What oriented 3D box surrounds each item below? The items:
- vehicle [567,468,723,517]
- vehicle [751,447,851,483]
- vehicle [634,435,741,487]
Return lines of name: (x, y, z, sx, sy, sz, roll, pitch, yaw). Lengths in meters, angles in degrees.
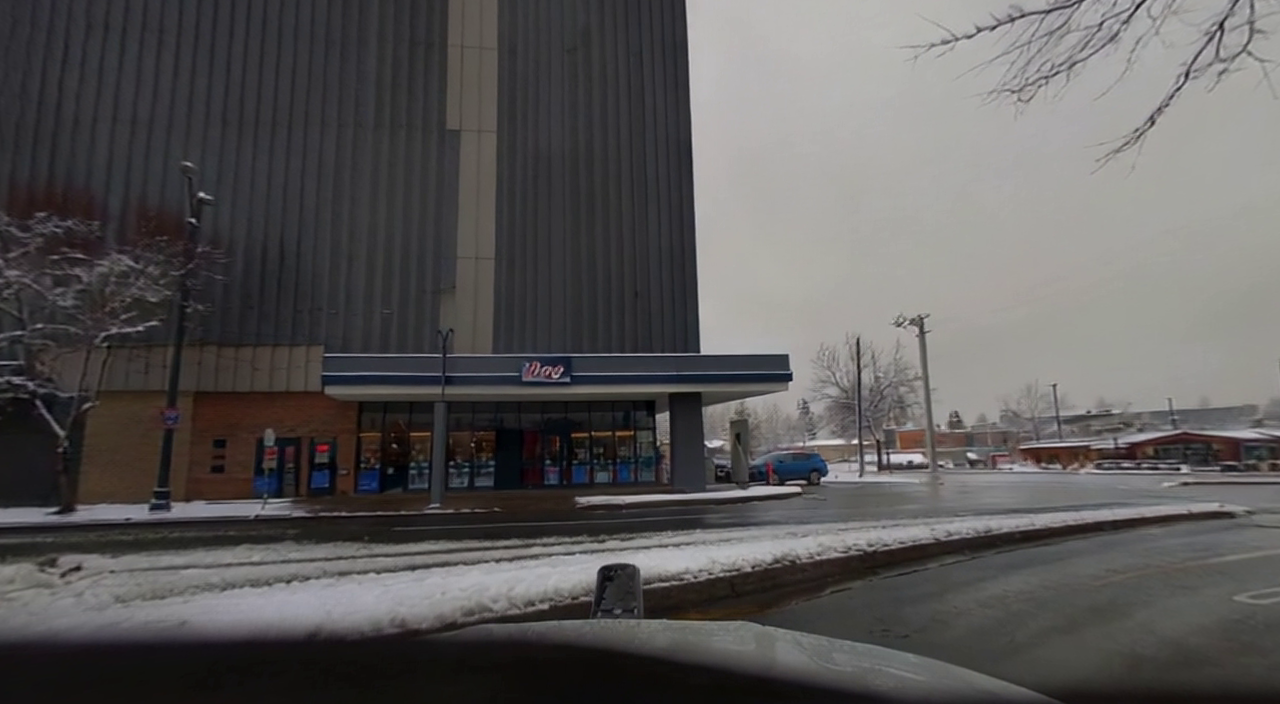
vehicle: (0.186, 4.527, 20.685, 4.782, 1.371, 1.763, 4, -10, -25)
vehicle: (11.887, 8.309, 46.478, 7.026, 2.329, 2.545, 5, -8, -24)
vehicle: (2.726, 6.221, 36.152, 5.524, 2.504, 2.196, 7, -8, -20)
